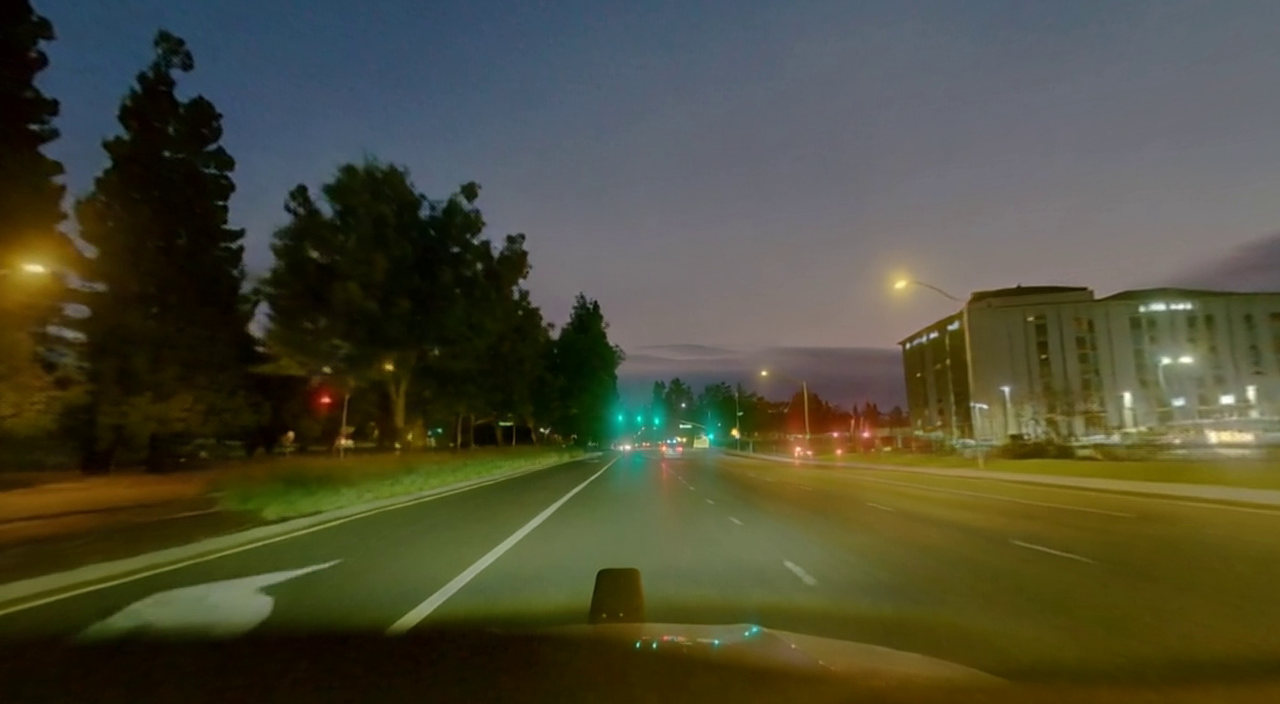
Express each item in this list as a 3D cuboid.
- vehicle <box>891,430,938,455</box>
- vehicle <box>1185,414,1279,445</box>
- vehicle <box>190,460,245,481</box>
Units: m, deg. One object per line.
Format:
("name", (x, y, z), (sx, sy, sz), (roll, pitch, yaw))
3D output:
("vehicle", (20.558, 6.803, 47.551), (2.222, 1.742, 5.231), (-1, -8, 12))
("vehicle", (45.076, 5.802, 47.330), (6.011, 1.997, 2.324), (-11, -13, 43))
("vehicle", (-30.271, 8.470, 45.200), (4.351, 1.413, 1.878), (-8, -12, 37))
